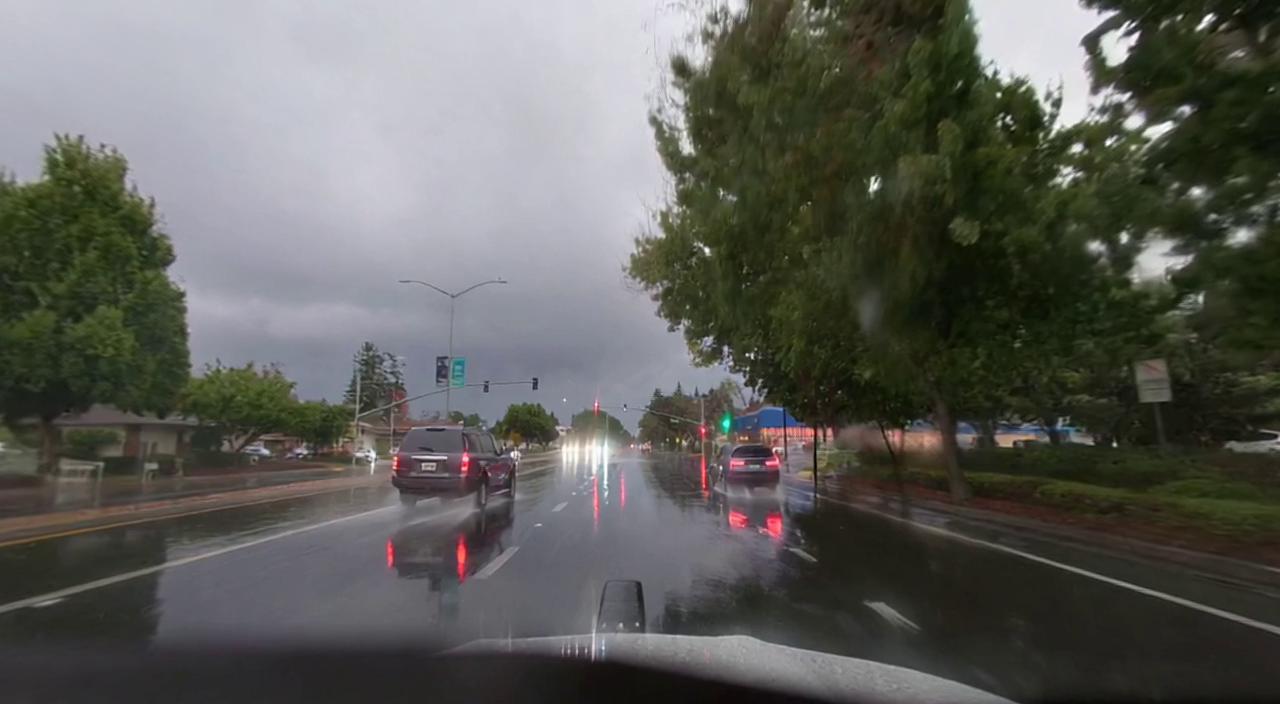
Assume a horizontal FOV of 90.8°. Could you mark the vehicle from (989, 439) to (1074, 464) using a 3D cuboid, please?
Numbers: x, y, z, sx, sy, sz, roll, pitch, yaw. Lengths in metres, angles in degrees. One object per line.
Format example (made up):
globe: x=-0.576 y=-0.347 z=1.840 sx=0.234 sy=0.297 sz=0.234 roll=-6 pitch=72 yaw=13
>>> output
vehicle: x=29.057 y=7.404 z=47.020 sx=4.810 sy=1.627 sz=1.991 roll=-3 pitch=-9 yaw=6

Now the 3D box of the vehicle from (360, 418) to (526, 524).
vehicle: x=-3.816 y=2.402 z=13.227 sx=1.997 sy=1.806 sz=4.500 roll=0 pitch=-9 yaw=0

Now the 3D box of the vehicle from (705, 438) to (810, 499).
vehicle: x=3.210 y=3.301 z=18.320 sx=1.975 sy=1.502 sz=4.787 roll=0 pitch=-9 yaw=-2
